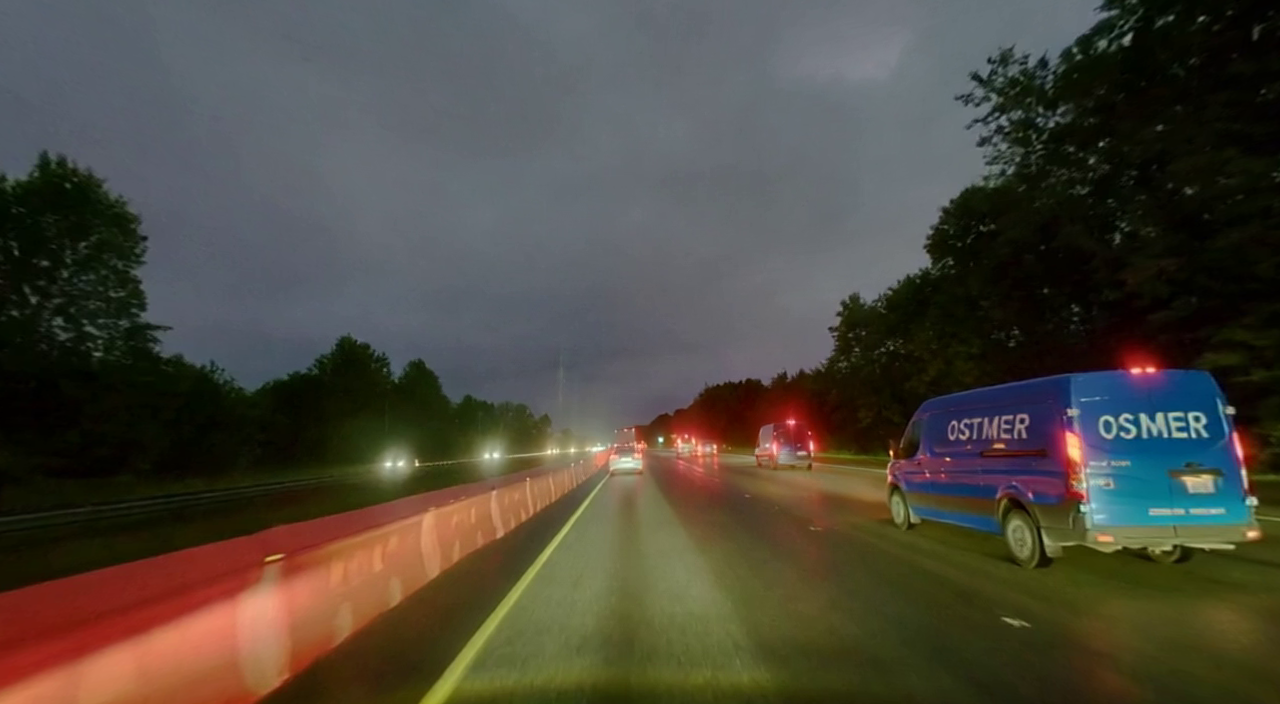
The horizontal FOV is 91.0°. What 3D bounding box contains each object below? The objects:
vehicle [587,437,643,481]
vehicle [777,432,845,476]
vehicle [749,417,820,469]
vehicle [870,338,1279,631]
[{"bbox_3d":[-0.985,4.280,25.526,2.100,1.636,3.620,0,-8,-2],"label":"vehicle"},{"bbox_3d":[8.135,4.872,30.292,2.255,1.960,3.229,0,-8,-1],"label":"vehicle"},{"bbox_3d":[7.949,5.104,35.230,2.385,2.635,5.633,0,-8,-2],"label":"vehicle"},{"bbox_3d":[4.747,1.263,6.987,2.223,2.008,5.121,0,-8,-2],"label":"vehicle"}]
